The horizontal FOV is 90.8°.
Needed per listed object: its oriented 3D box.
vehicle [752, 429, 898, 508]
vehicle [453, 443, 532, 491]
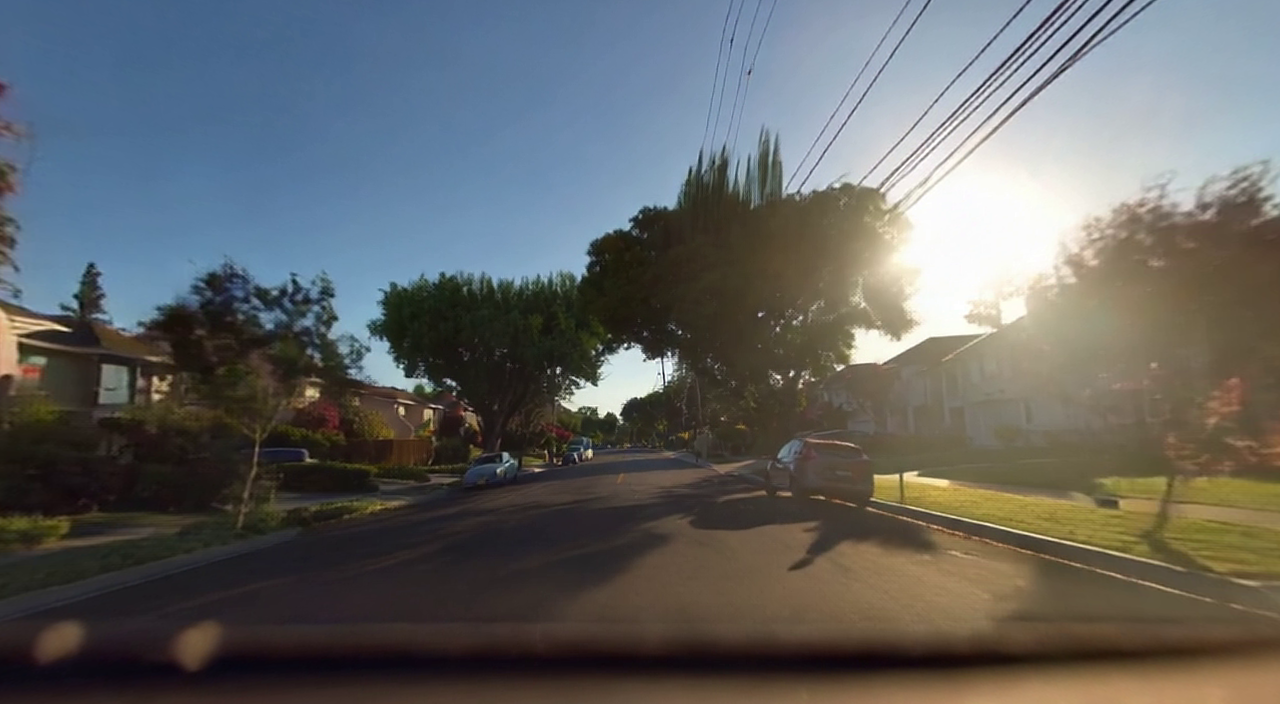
[{"bbox_3d":[4.104,2.645,14.781,2.020,1.558,3.925,0,-8,-3],"label":"vehicle"},{"bbox_3d":[-5.875,4.608,25.830,1.954,1.551,5.128,-3,-7,0],"label":"vehicle"}]
